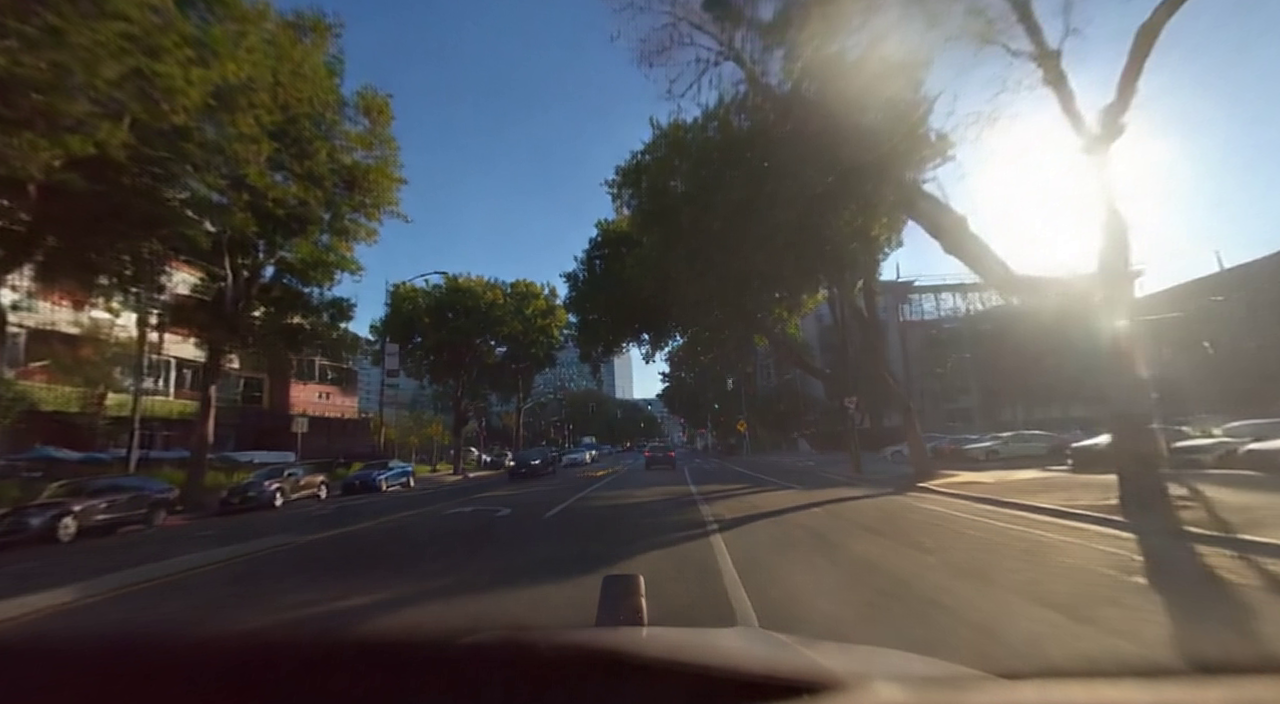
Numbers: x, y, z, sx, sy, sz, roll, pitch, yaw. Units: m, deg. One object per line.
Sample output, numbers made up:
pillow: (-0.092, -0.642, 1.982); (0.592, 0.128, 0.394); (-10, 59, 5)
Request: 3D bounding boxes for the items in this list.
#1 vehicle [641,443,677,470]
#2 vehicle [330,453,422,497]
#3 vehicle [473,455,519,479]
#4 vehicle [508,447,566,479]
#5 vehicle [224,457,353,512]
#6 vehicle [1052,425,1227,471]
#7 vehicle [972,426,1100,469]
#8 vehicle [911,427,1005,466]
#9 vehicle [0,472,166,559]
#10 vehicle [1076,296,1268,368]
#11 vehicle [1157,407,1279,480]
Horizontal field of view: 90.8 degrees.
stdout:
vehicle: (1.206, 6.207, 37.750); (2.051, 1.454, 4.132); (-1, -8, 3)
vehicle: (-11.907, 5.541, 28.874); (2.016, 1.627, 4.742); (-3, -8, 3)
vehicle: (-10.695, 8.552, 47.279); (2.079, 1.406, 4.609); (-4, -8, 4)
vehicle: (-5.245, 5.693, 32.693); (1.993, 1.463, 4.265); (-1, -8, 5)
vehicle: (-12.313, 4.620, 22.498); (1.997, 1.668, 4.084); (-1, -8, 4)
vehicle: (16.182, 3.136, 20.703); (3.620, 1.412, 2.472); (-1, -8, 4)
vehicle: (16.217, 3.931, 26.057); (3.922, 1.420, 1.784); (-5, -9, 3)
vehicle: (15.793, 4.750, 31.560); (3.528, 1.431, 1.977); (-8, -11, 5)
vehicle: (-12.764, 3.458, 13.899); (1.646, 1.462, 3.740); (0, -8, 2)
vehicle: (15.330, -0.539, 18.407); (3.766, 1.708, 1.810); (-1, -9, 4)
vehicle: (16.143, 2.086, 15.293); (5.029, 1.573, 2.050); (-7, -10, 15)
